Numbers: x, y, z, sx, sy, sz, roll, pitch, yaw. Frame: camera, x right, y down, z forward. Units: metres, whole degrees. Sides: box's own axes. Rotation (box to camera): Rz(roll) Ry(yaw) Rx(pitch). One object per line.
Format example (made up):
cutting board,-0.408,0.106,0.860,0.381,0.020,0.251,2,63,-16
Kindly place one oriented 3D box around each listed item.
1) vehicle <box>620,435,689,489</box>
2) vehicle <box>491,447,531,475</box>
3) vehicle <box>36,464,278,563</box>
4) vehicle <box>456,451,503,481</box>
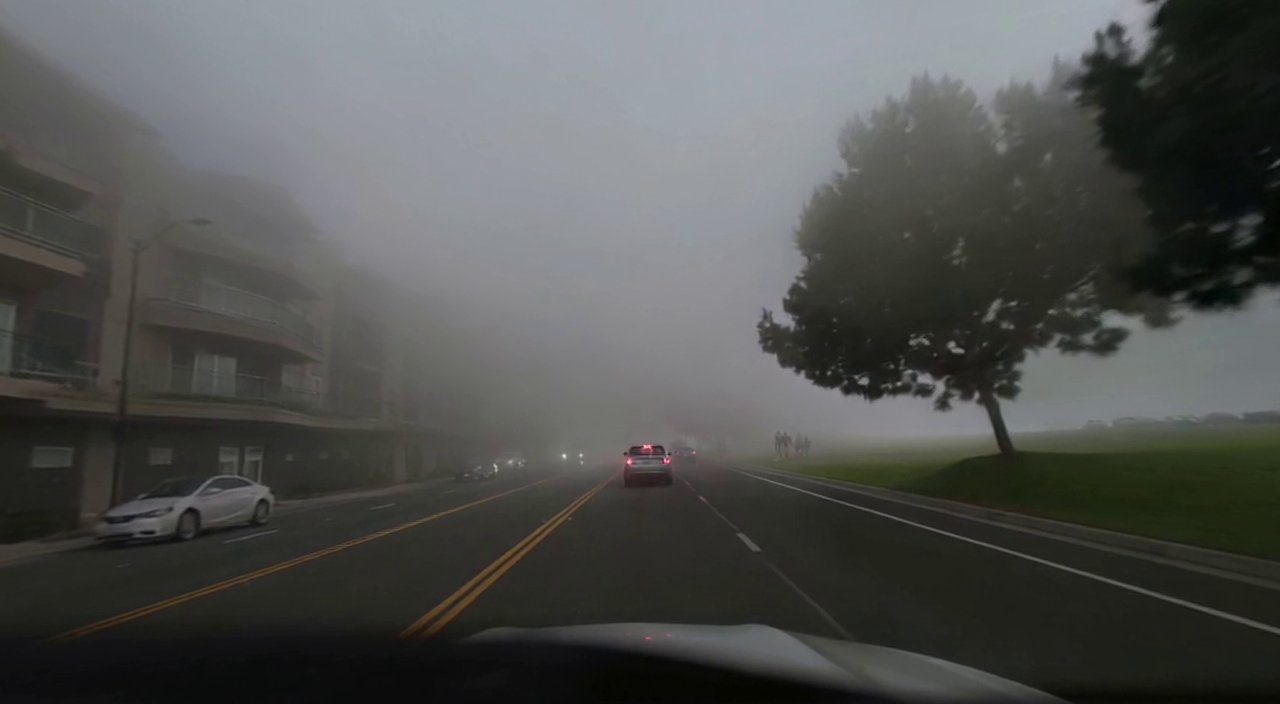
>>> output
vehicle,0.421,3.686,21.385,2.132,1.632,3.838,-1,-8,-1
vehicle,-9.963,8.440,48.987,2.032,1.833,4.465,-4,-8,1
vehicle,-10.440,3.451,14.149,1.955,1.467,4.467,-7,-9,0
vehicle,-10.087,7.173,39.866,1.932,1.607,4.191,-4,-8,-2
